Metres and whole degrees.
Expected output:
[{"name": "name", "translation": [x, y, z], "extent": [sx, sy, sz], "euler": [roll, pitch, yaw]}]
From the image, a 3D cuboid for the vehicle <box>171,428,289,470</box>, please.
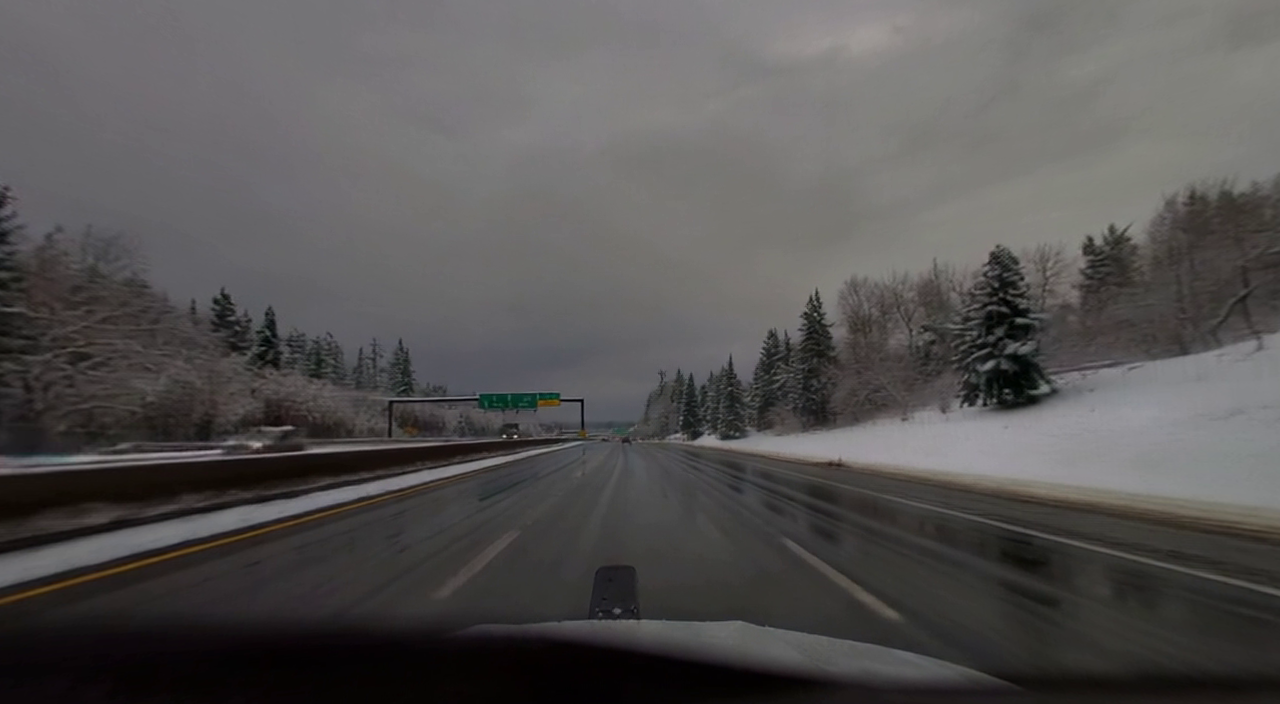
[{"name": "vehicle", "translation": [-15.720, 3.742, 24.452], "extent": [1.839, 1.480, 4.165], "euler": [0, -8, -1]}]
